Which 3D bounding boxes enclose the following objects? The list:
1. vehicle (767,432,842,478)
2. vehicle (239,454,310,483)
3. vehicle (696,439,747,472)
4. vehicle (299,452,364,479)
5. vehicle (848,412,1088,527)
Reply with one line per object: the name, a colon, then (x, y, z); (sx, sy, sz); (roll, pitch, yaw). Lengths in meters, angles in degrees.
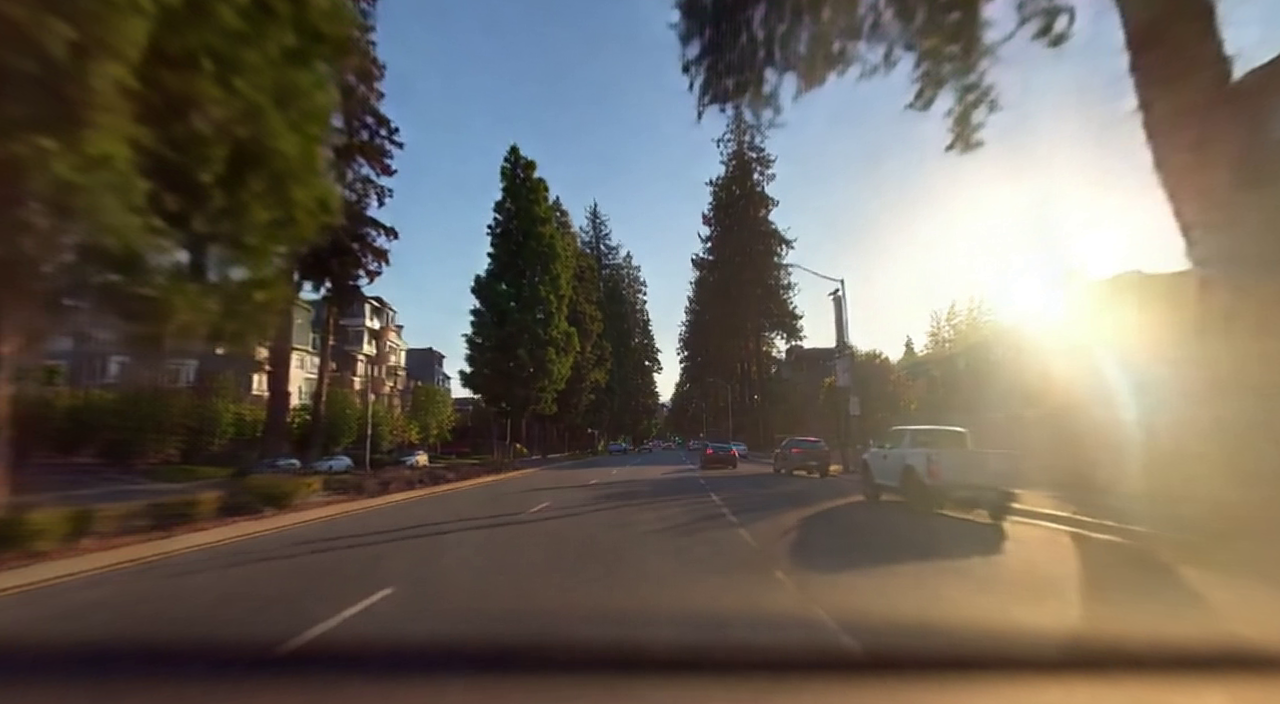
vehicle: (7.202, 4.579, 28.216); (2.092, 1.849, 5.068); (0, -8, 2)
vehicle: (-21.780, 6.912, 37.689); (1.780, 1.573, 3.881); (-1, -8, 2)
vehicle: (4.020, 5.204, 31.933); (2.128, 1.502, 4.572); (0, -8, 2)
vehicle: (-21.157, 7.784, 43.454); (1.882, 1.479, 4.822); (-6, -8, 2)
vehicle: (6.649, 2.468, 13.887); (2.213, 1.949, 5.907); (0, -8, 1)
